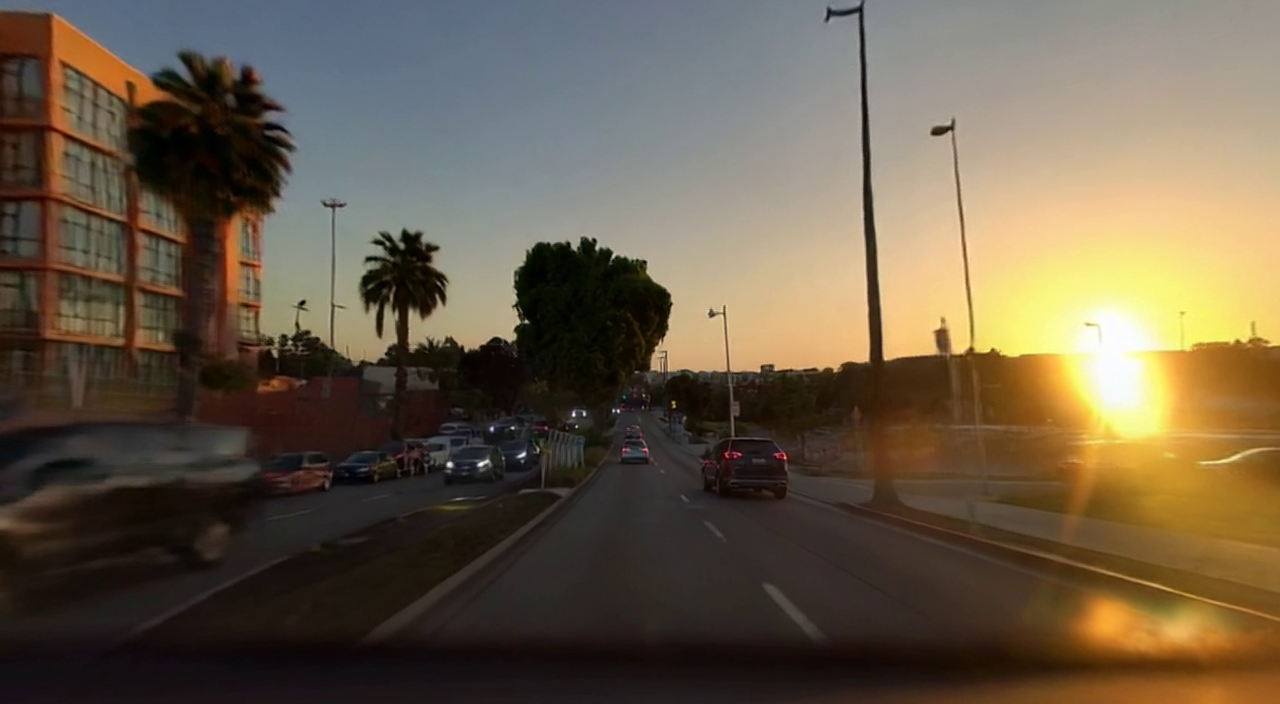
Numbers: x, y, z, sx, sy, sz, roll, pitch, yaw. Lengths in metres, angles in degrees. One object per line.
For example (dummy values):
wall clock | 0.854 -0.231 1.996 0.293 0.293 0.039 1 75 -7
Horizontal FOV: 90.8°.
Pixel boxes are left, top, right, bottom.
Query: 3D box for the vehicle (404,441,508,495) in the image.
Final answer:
vehicle | -5.942 3.770 21.092 2.168 1.572 4.635 0 -8 -1

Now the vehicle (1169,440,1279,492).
vehicle | 20.574 3.656 20.548 4.673 1.592 2.193 -1 -8 2

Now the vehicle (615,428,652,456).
vehicle | -0.458 5.703 39.820 2.196 1.655 3.939 0 -8 -2

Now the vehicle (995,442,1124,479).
vehicle | 20.325 5.252 30.776 4.540 1.386 2.337 -4 -8 -1

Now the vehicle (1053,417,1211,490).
vehicle | 24.094 5.002 31.223 5.041 3.302 3.064 1 -9 1

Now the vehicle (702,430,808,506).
vehicle | 3.052 3.174 17.784 1.995 1.858 4.333 0 -8 -2

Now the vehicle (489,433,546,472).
vehicle | -6.348 5.245 33.255 2.138 1.858 4.788 0 -8 -1

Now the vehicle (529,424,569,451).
vehicle | -6.541 6.231 45.834 2.295 1.837 4.680 0 -8 -1

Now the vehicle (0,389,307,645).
vehicle | -5.839 1.513 6.604 2.106 1.890 4.783 0 -8 0
